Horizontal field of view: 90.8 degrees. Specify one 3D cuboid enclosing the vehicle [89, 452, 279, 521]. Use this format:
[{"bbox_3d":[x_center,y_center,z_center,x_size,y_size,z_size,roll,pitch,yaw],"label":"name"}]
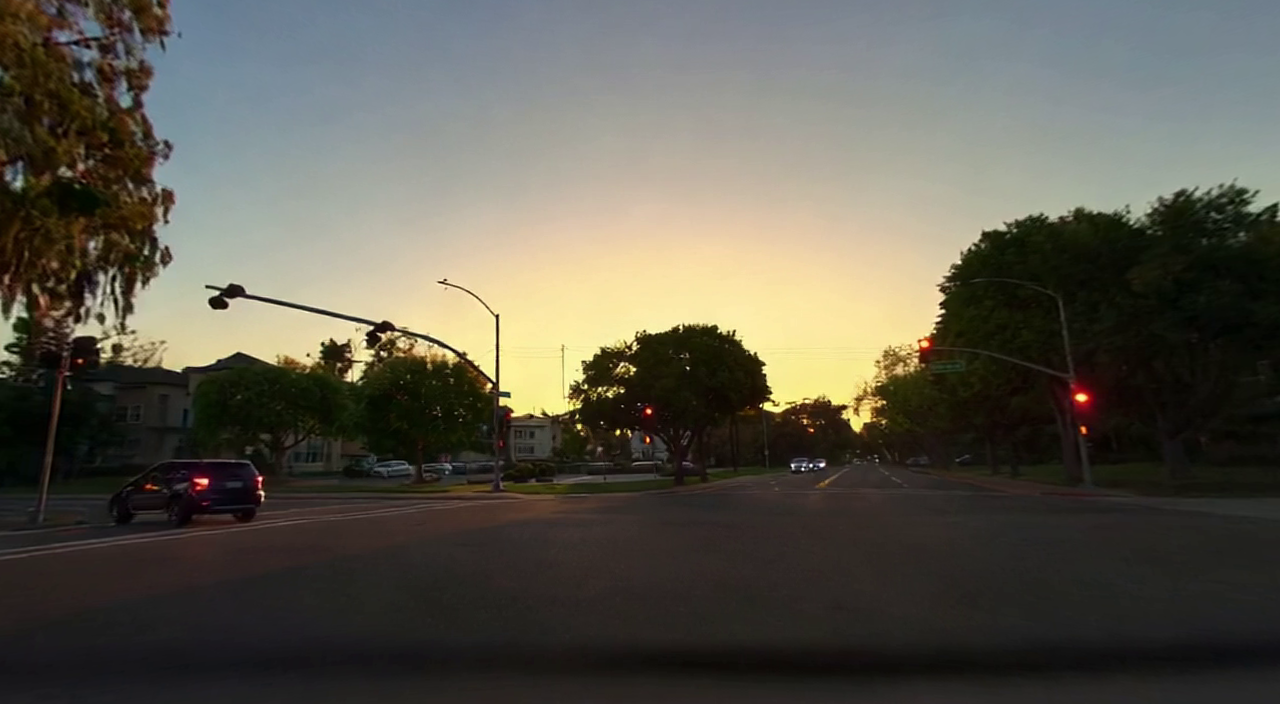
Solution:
[{"bbox_3d":[-12.004,3.444,16.679,4.247,1.591,2.093,-4,-9,24],"label":"vehicle"}]
